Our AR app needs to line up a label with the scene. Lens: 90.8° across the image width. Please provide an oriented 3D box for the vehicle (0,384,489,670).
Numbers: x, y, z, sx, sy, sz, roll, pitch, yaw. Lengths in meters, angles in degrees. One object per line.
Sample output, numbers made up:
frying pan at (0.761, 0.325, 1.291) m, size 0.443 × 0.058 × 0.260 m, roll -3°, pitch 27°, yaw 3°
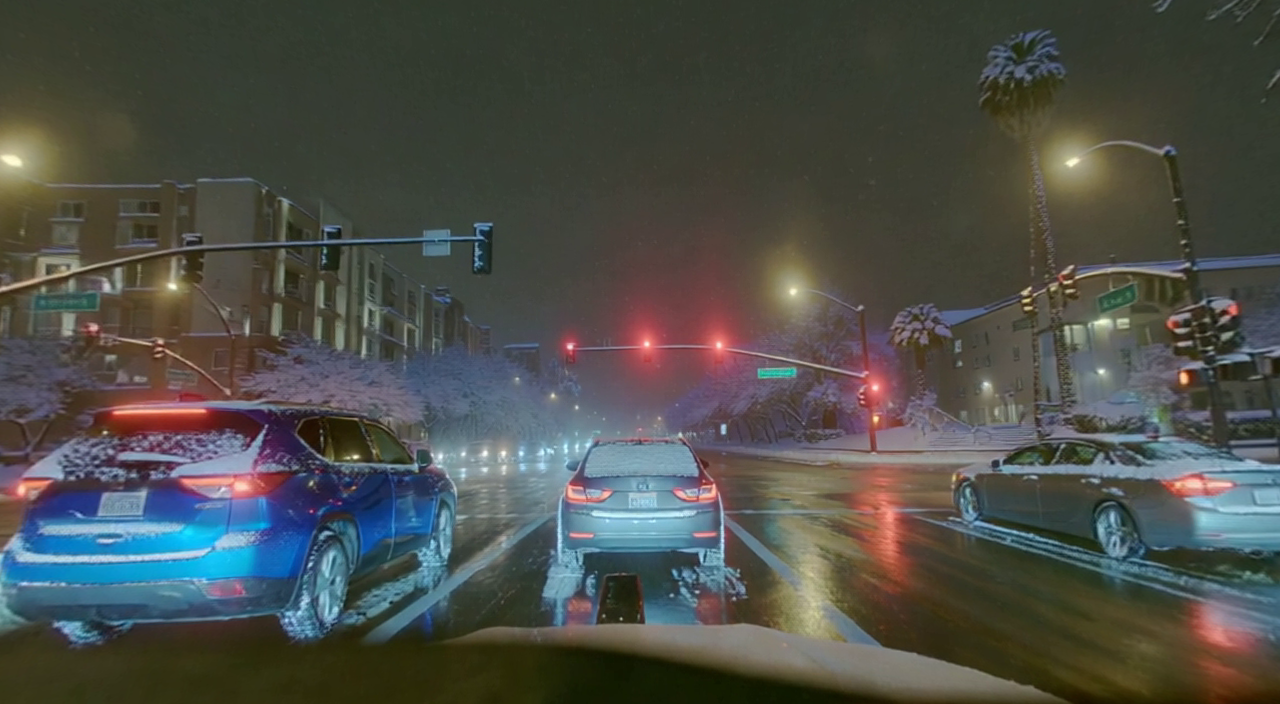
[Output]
vehicle at (-3.104, 1.369, 6.071) m, size 2.051 × 1.682 × 4.467 m, roll 0°, pitch -8°, yaw 2°

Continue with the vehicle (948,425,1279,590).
vehicle at (6.088, 1.760, 8.100) m, size 1.970 × 1.489 × 4.482 m, roll 0°, pitch -8°, yaw -1°

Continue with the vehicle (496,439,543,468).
vehicle at (-7.943, 6.706, 42.036) m, size 2.130 × 1.810 × 4.450 m, roll -2°, pitch -8°, yaw 1°

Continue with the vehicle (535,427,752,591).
vehicle at (-0.002, 1.707, 7.719) m, size 1.942 × 1.445 × 3.973 m, roll 0°, pitch -8°, yaw -1°
